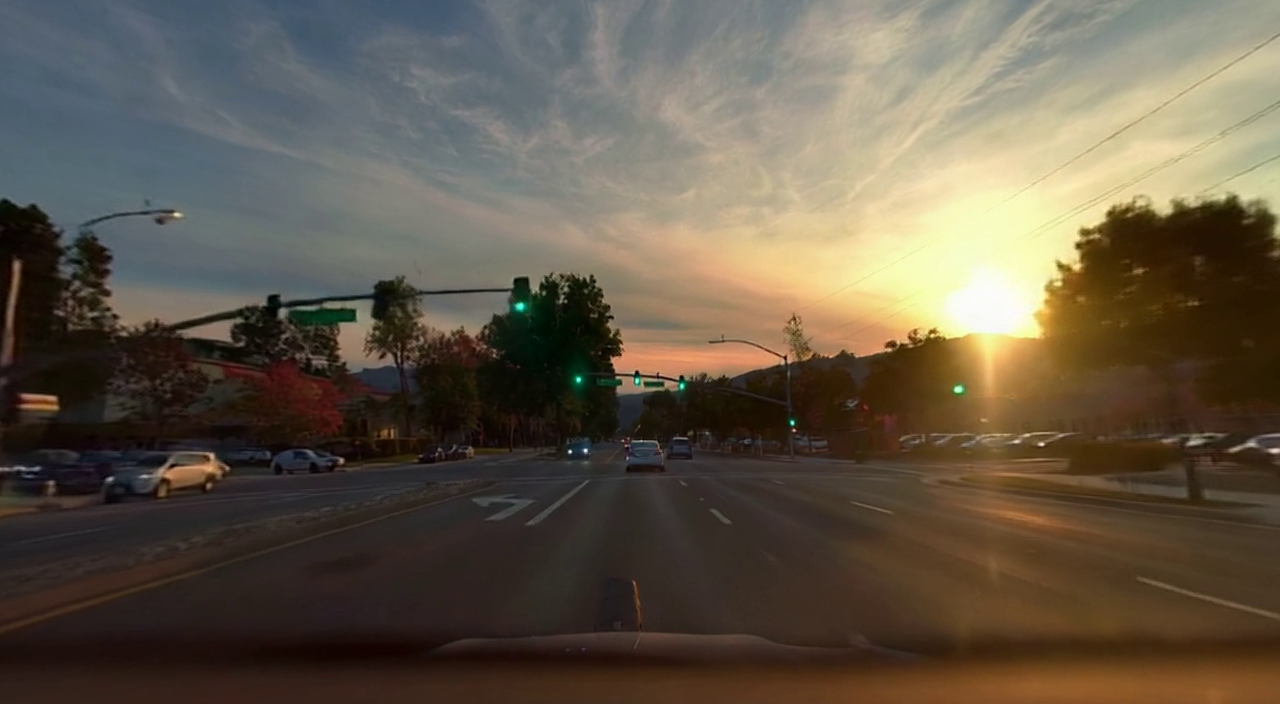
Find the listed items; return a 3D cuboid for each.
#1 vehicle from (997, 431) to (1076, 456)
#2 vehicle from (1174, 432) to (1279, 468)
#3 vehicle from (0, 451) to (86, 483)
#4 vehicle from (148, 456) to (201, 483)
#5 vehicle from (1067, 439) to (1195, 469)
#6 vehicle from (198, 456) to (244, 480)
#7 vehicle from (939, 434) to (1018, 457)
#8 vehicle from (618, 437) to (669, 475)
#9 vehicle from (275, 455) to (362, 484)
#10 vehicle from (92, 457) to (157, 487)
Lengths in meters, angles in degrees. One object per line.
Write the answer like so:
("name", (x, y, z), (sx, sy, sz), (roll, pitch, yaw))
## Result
("vehicle", (29.858, 6.920, 47.527), (1.958, 1.759, 4.517), (7, -11, -39))
("vehicle", (30.344, 4.969, 31.957), (4.551, 1.707, 1.937), (0, -9, 3))
("vehicle", (-34.917, 6.524, 35.878), (4.532, 1.701, 2.214), (0, -9, 2))
("vehicle", (-28.432, 7.126, 38.343), (2.022, 1.455, 4.478), (8, -11, -42))
("vehicle", (24.842, 5.168, 31.971), (4.788, 1.481, 1.959), (0, -9, 2))
("vehicle", (-28.199, 7.751, 42.308), (1.953, 1.415, 4.553), (7, -11, -40))
("vehicle", (25.869, 7.158, 48.250), (1.941, 1.641, 4.829), (7, -11, -39))
("vehicle", (0.134, 4.685, 28.492), (2.145, 1.572, 4.021), (0, -9, 0))
("vehicle", (-18.839, 6.870, 37.291), (2.311, 1.485, 5.817), (0, -8, -2))
("vehicle", (-28.614, 6.597, 34.873), (4.436, 1.464, 1.999), (-8, -11, 41))
